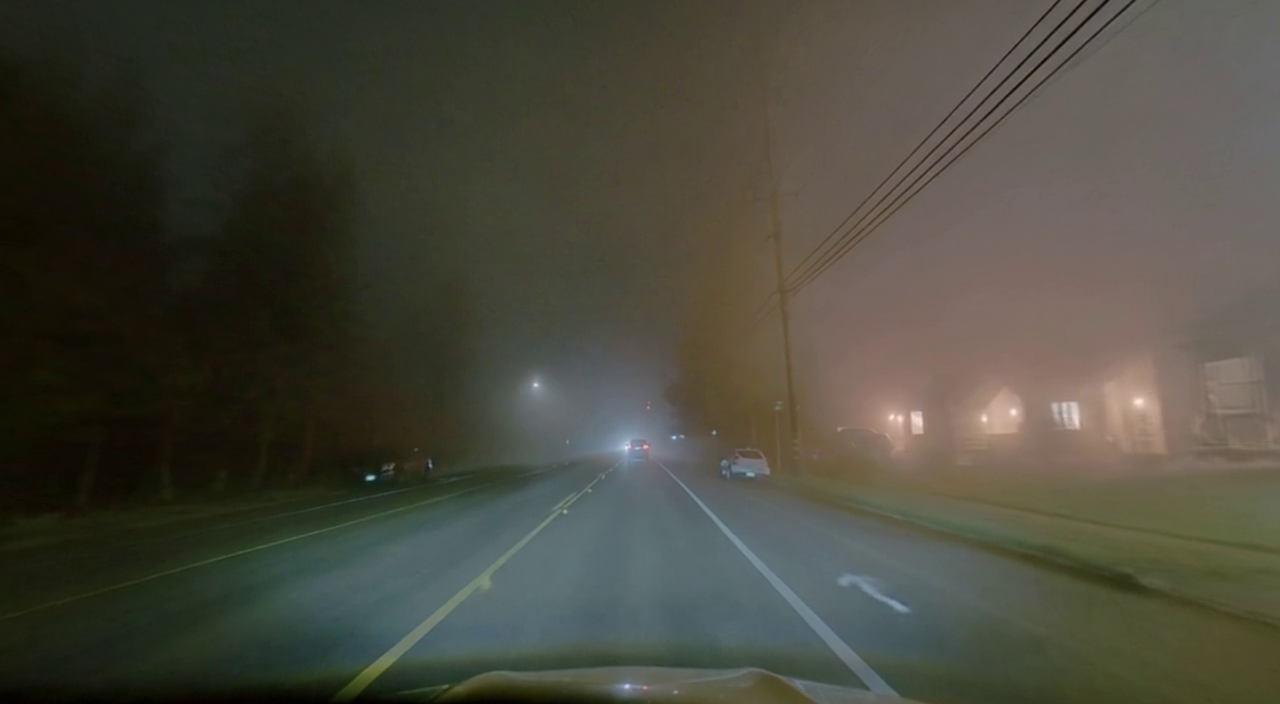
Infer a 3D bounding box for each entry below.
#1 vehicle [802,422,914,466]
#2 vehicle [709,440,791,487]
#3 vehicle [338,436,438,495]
[{"bbox_3d":[10.788,4.593,31.478,4.709,1.743,1.965,-3,-8,-8],"label":"vehicle"},{"bbox_3d":[3.887,4.044,23.248,2.167,1.535,4.464,0,-8,-1],"label":"vehicle"},{"bbox_3d":[-10.974,4.940,28.034,2.111,2.050,5.328,-8,-8,-1],"label":"vehicle"}]
